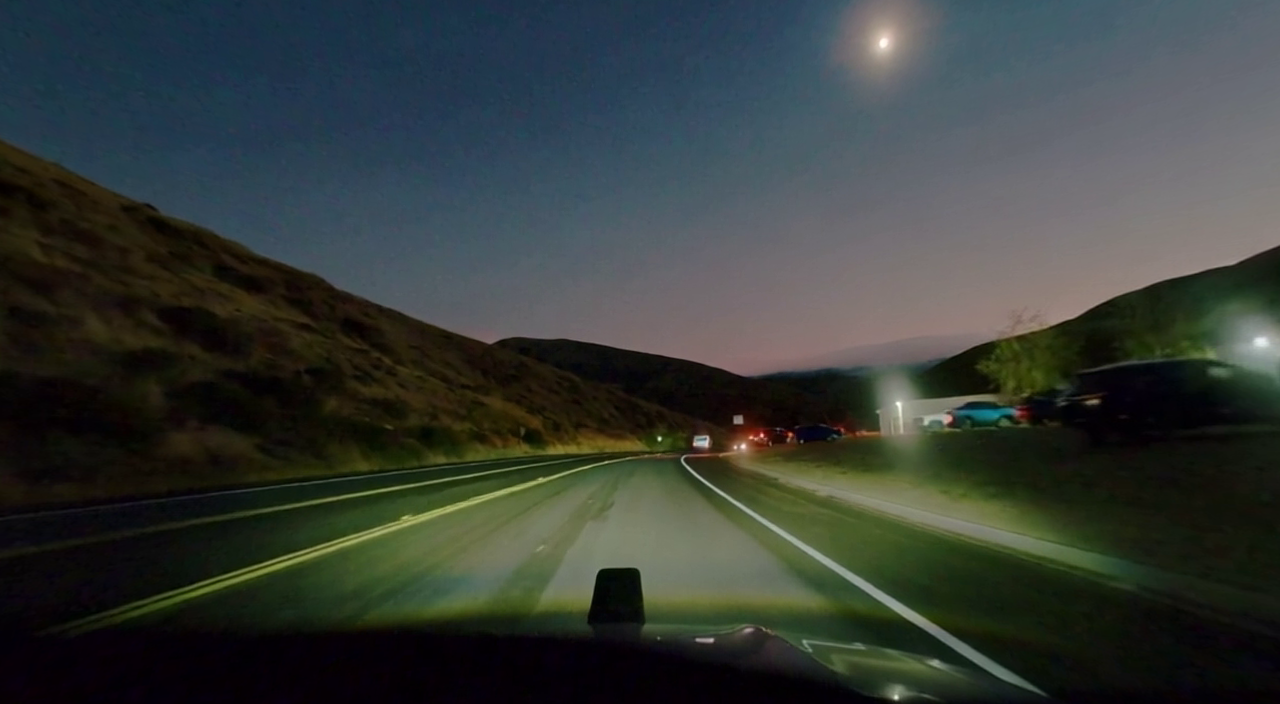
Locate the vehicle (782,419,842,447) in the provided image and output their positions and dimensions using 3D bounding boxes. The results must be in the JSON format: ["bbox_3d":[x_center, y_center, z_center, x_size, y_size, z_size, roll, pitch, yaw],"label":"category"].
[{"bbox_3d":[10.077,4.835,37.352,2.103,1.447,4.727,-2,-9,-1],"label":"vehicle"}]

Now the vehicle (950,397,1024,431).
[{"bbox_3d":[20.577,3.742,37.691,1.933,1.770,4.325,-2,-9,1],"label":"vehicle"}]

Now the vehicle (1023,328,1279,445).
[{"bbox_3d":[9.580,0.829,12.020,1.929,1.593,4.030,-5,-10,0],"label":"vehicle"}]
